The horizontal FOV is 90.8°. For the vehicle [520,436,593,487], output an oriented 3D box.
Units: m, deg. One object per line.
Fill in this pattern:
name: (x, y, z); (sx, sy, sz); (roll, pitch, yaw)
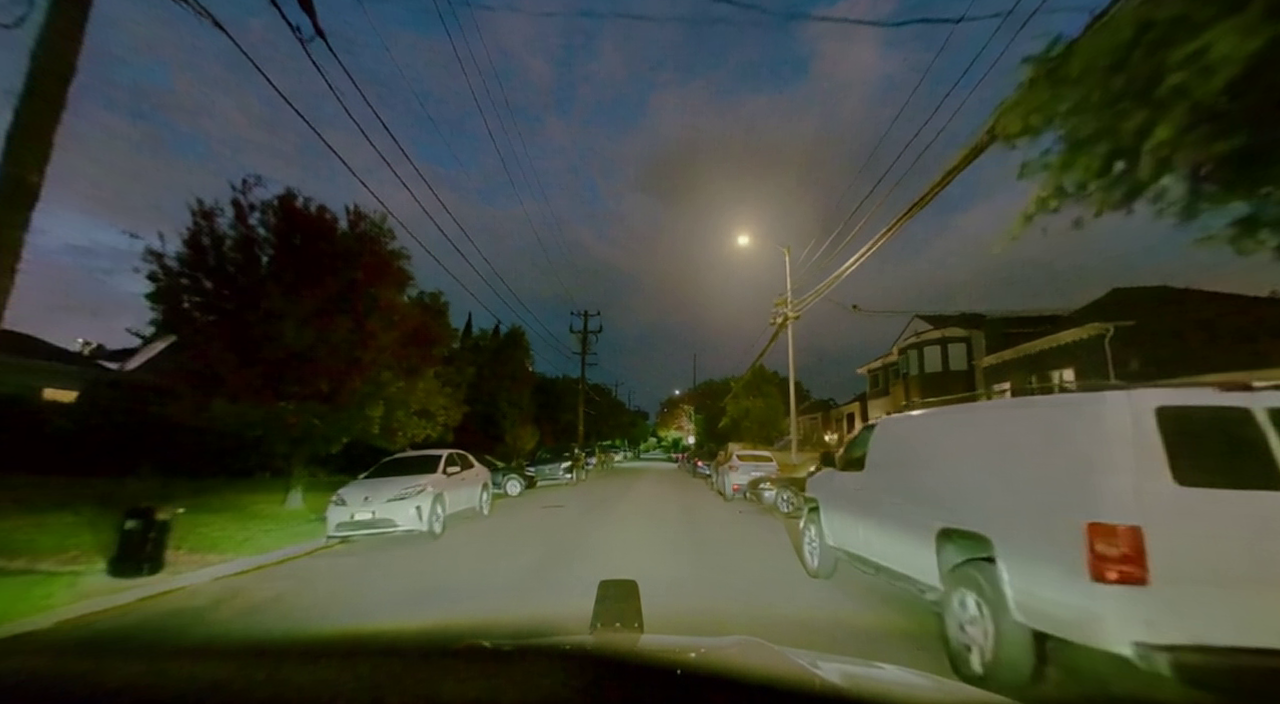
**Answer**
vehicle: (-3.432, 4.608, 27.068); (2.280, 1.953, 5.092); (0, -8, 1)

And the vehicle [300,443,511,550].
vehicle: (-3.952, 2.475, 11.701); (1.988, 1.541, 4.686); (0, -8, 2)

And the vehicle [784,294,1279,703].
vehicle: (2.833, 1.140, 4.923); (2.295, 2.019, 5.212); (0, -8, 1)
